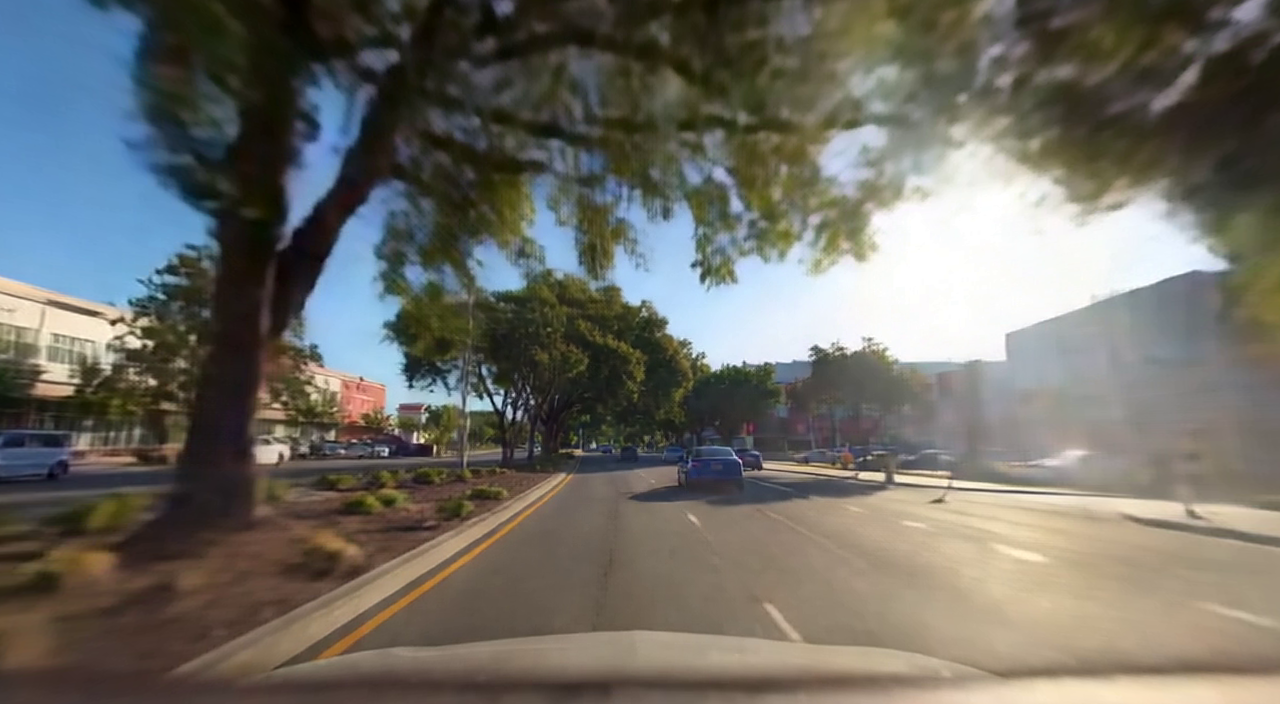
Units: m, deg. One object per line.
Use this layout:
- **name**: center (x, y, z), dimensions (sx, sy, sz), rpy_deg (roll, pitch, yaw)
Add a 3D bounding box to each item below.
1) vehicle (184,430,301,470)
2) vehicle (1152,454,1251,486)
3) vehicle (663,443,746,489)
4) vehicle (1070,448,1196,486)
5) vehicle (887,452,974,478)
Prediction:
- **vehicle**: center (-23.258, 5.796, 37.297), dimensions (2.593, 2.075, 6.841), rpy_deg (1, -9, -2)
- **vehicle**: center (33.862, 7.078, 37.974), dimensions (4.858, 1.806, 2.124), rpy_deg (3, -9, -17)
- **vehicle**: center (2.142, 3.971, 22.279), dimensions (2.256, 1.451, 4.313), rpy_deg (1, -8, -4)
- **vehicle**: center (21.481, 5.009, 27.476), dimensions (4.424, 1.531, 2.008), rpy_deg (3, -9, -16)
- **vehicle**: center (18.004, 6.988, 39.085), dimensions (4.646, 1.479, 2.070), rpy_deg (3, -9, -17)
